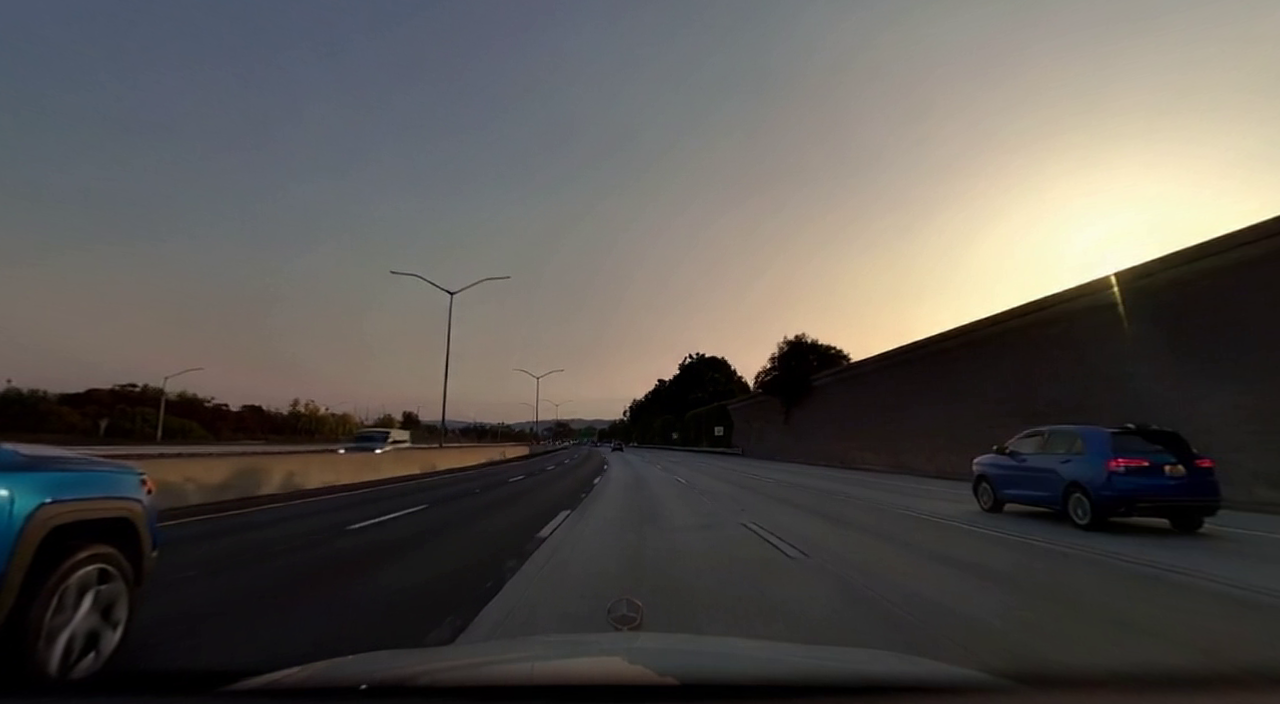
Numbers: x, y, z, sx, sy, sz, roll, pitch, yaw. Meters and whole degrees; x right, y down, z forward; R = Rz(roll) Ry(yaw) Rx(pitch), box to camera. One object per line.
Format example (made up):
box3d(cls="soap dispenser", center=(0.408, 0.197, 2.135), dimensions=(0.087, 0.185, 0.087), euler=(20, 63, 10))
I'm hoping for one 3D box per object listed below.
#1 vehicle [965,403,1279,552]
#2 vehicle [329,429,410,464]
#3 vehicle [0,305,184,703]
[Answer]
box3d(cls="vehicle", center=(7.192, 1.781, 9.563), dimensions=(2.091, 1.711, 4.383), euler=(0, -9, -1))
box3d(cls="vehicle", center=(-15.861, 5.597, 37.300), dimensions=(2.283, 1.920, 5.625), euler=(0, -9, 0))
box3d(cls="vehicle", center=(-3.915, 0.528, 1.462), dimensions=(2.164, 1.840, 4.688), euler=(0, -9, 0))
